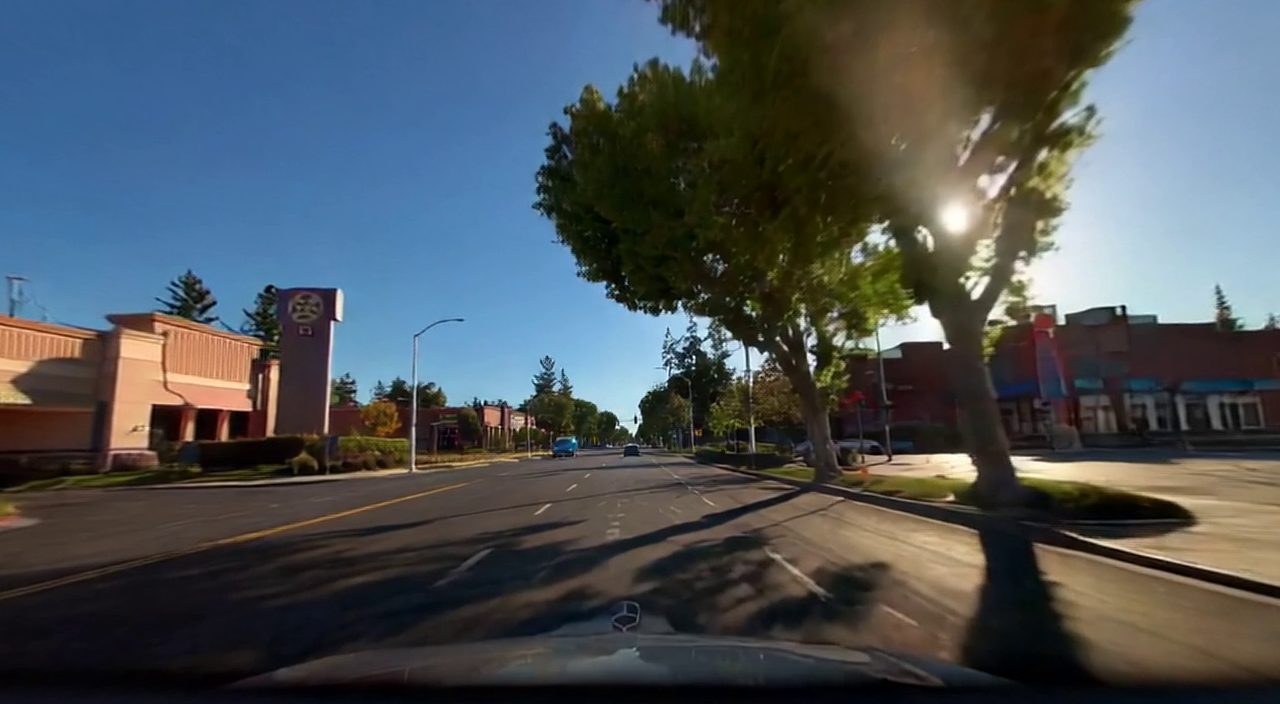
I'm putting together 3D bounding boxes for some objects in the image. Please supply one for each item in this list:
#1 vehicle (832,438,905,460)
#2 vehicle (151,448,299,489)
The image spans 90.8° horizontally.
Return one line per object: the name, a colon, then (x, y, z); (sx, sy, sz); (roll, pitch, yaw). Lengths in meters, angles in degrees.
vehicle: (16.054, 6.839, 44.502); (4.372, 1.455, 1.914); (0, -8, -2)
vehicle: (-17.002, 4.777, 26.083); (4.658, 1.544, 2.056); (0, -8, 1)
